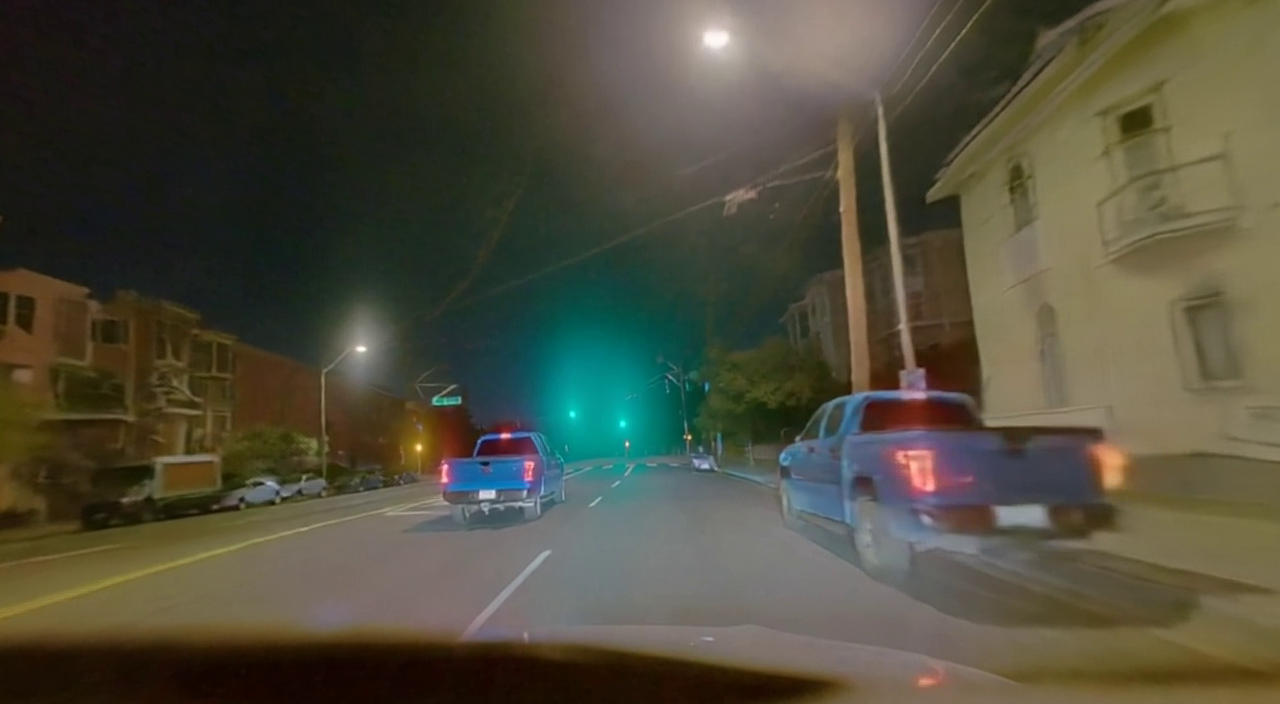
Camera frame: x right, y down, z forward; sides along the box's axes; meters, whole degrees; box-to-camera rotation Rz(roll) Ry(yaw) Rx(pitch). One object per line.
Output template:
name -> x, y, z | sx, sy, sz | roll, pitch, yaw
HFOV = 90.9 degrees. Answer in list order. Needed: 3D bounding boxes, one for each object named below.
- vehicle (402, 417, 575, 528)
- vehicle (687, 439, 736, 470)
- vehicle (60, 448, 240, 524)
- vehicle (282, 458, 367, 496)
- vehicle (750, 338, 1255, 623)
vehicle -> -2.903, 2.472, 13.601 | 2.242, 1.890, 5.306 | -1, -8, 2
vehicle -> 3.703, 5.399, 33.265 | 2.012, 1.491, 4.333 | 0, -8, 0
vehicle -> -19.200, 5.180, 25.239 | 2.159, 2.586, 5.899 | -1, -8, 3
vehicle -> -15.431, 6.102, 31.090 | 2.026, 1.617, 3.933 | -1, -8, 2
vehicle -> 3.120, 1.383, 7.806 | 2.415, 2.004, 6.589 | 0, -8, 1
